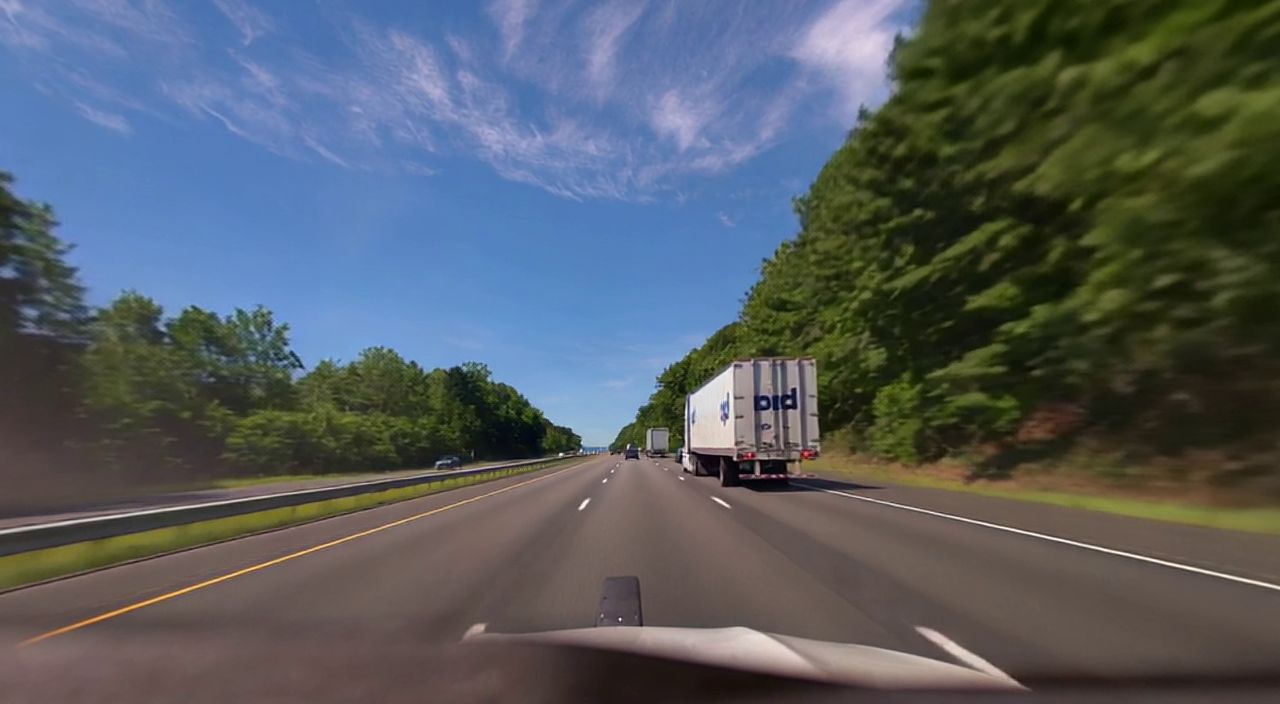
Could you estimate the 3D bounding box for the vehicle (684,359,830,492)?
[{"bbox_3d":[4.005,3.272,25.968,2.973,4.007,14.076,0,-9,-1],"label":"vehicle"}]
